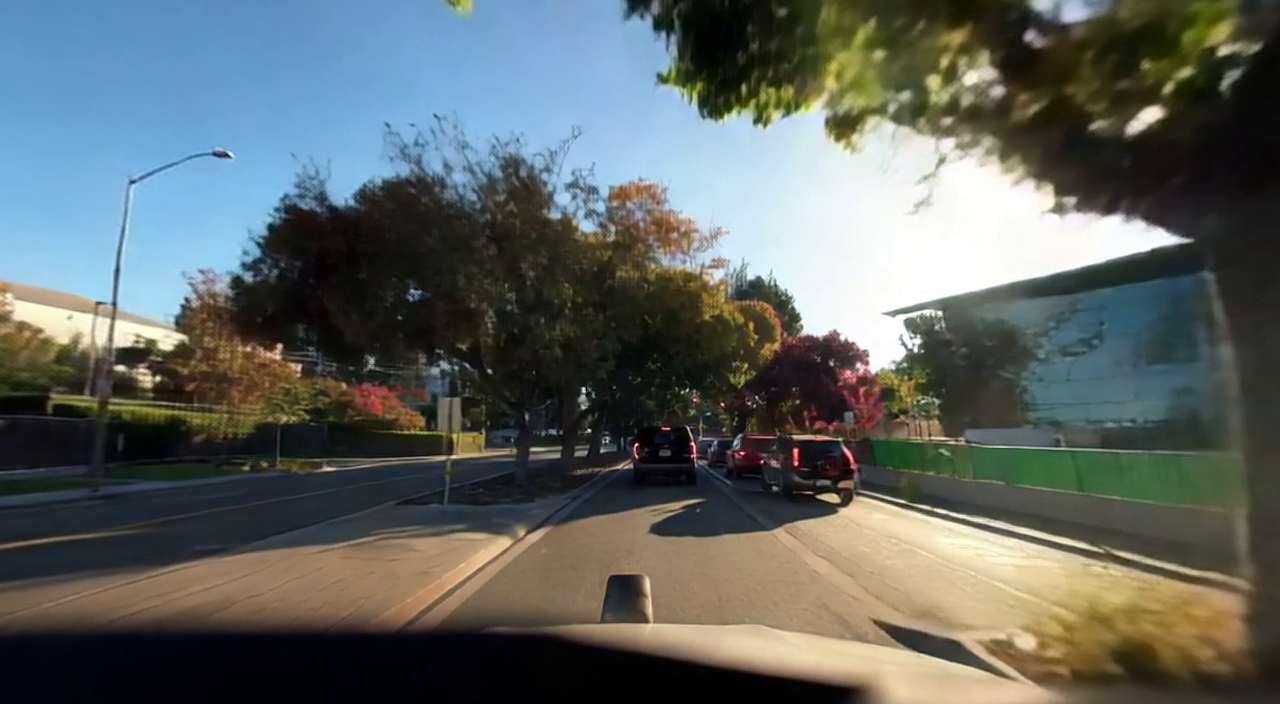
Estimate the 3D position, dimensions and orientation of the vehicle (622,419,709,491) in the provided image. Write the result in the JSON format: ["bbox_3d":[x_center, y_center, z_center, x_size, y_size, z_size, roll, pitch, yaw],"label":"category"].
[{"bbox_3d":[0.770,3.141,19.451,2.386,1.947,4.168,-1,-9,2],"label":"vehicle"}]

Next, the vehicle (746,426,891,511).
[{"bbox_3d":[4.035,2.741,15.295,2.138,1.699,4.852,0,-9,1],"label":"vehicle"}]
